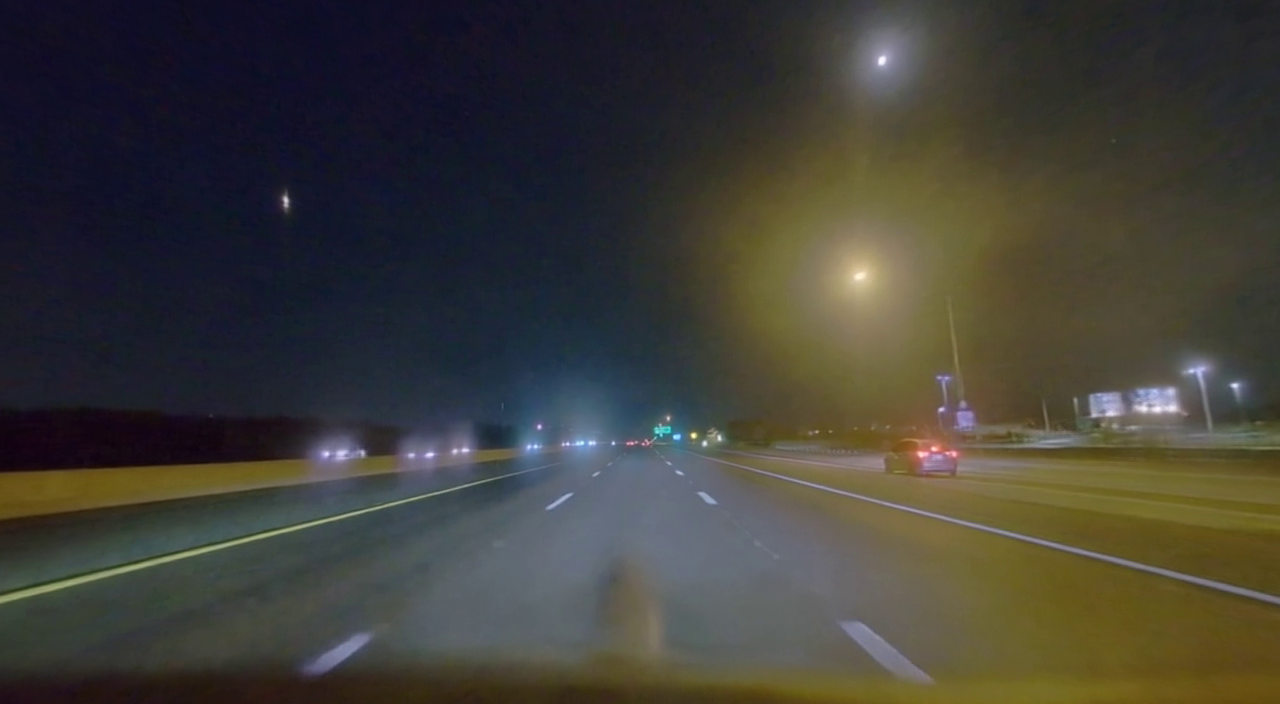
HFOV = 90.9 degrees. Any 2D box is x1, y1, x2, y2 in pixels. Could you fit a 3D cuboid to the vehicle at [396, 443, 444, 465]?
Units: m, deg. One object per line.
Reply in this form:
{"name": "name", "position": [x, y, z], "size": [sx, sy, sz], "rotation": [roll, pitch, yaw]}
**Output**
{"name": "vehicle", "position": [-15.966, 7.400, 45.982], "size": [1.855, 1.473, 4.456], "rotation": [0, -8, 1]}
